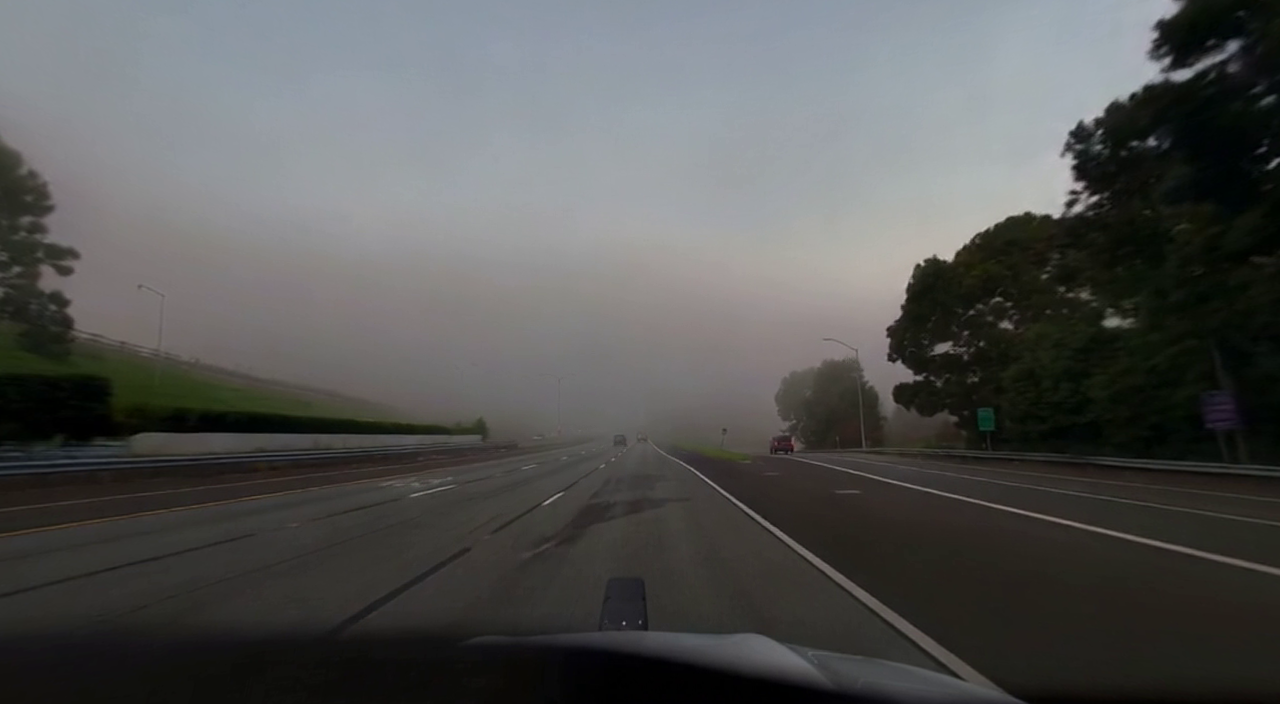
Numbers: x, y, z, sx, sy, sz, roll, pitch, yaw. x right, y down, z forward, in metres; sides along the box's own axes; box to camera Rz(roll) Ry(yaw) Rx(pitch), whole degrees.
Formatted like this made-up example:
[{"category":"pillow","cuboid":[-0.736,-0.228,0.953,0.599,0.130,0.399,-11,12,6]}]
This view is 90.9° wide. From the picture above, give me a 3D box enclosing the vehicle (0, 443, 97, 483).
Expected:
[{"category":"vehicle","cuboid":[-28.120,5.061,29.125,1.958,1.651,4.585,0,-8,0]}]
